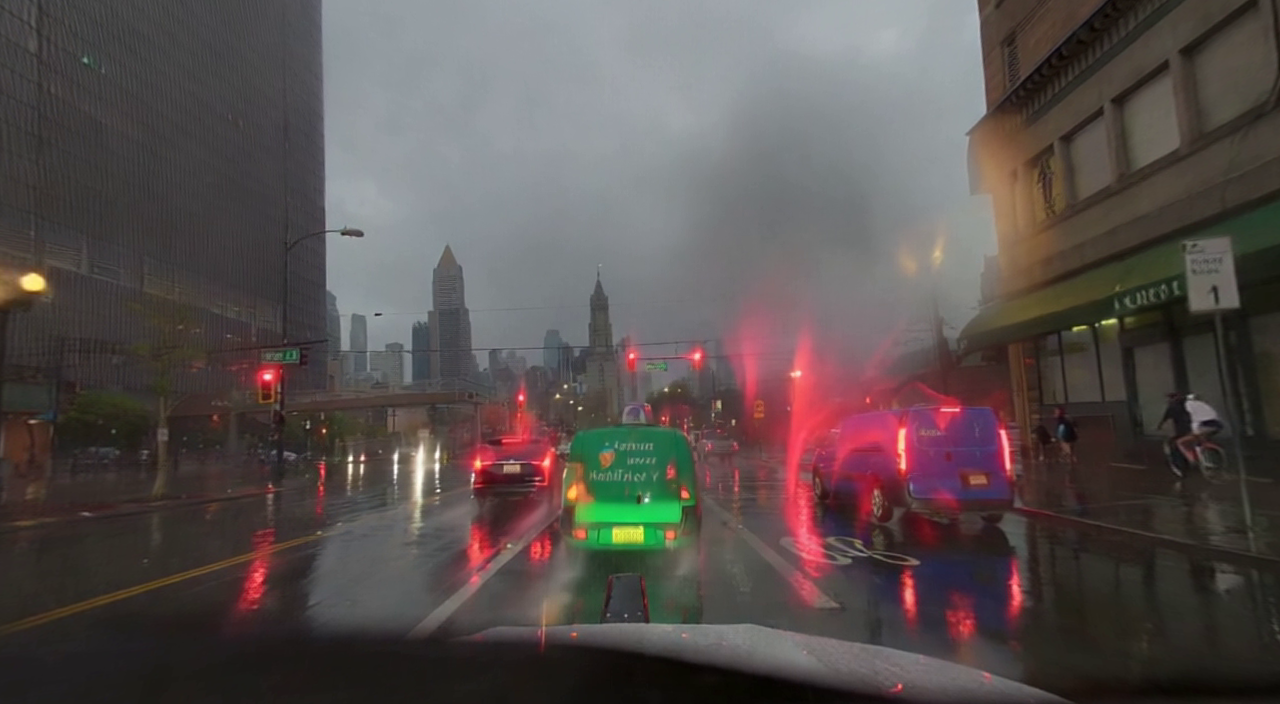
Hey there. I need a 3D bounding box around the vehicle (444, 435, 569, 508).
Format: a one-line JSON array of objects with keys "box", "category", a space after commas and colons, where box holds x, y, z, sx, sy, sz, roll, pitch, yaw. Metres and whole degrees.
[{"box": [-2.975, 2.787, 15.172, 2.039, 1.452, 4.489, 0, -9, 0], "category": "vehicle"}]

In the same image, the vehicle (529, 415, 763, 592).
[{"box": [0.035, 1.658, 7.718, 2.091, 1.557, 4.000, 0, -9, 0], "category": "vehicle"}]

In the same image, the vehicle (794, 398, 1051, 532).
[{"box": [4.500, 1.915, 11.141, 2.142, 1.829, 4.767, 0, -9, -2], "category": "vehicle"}]
